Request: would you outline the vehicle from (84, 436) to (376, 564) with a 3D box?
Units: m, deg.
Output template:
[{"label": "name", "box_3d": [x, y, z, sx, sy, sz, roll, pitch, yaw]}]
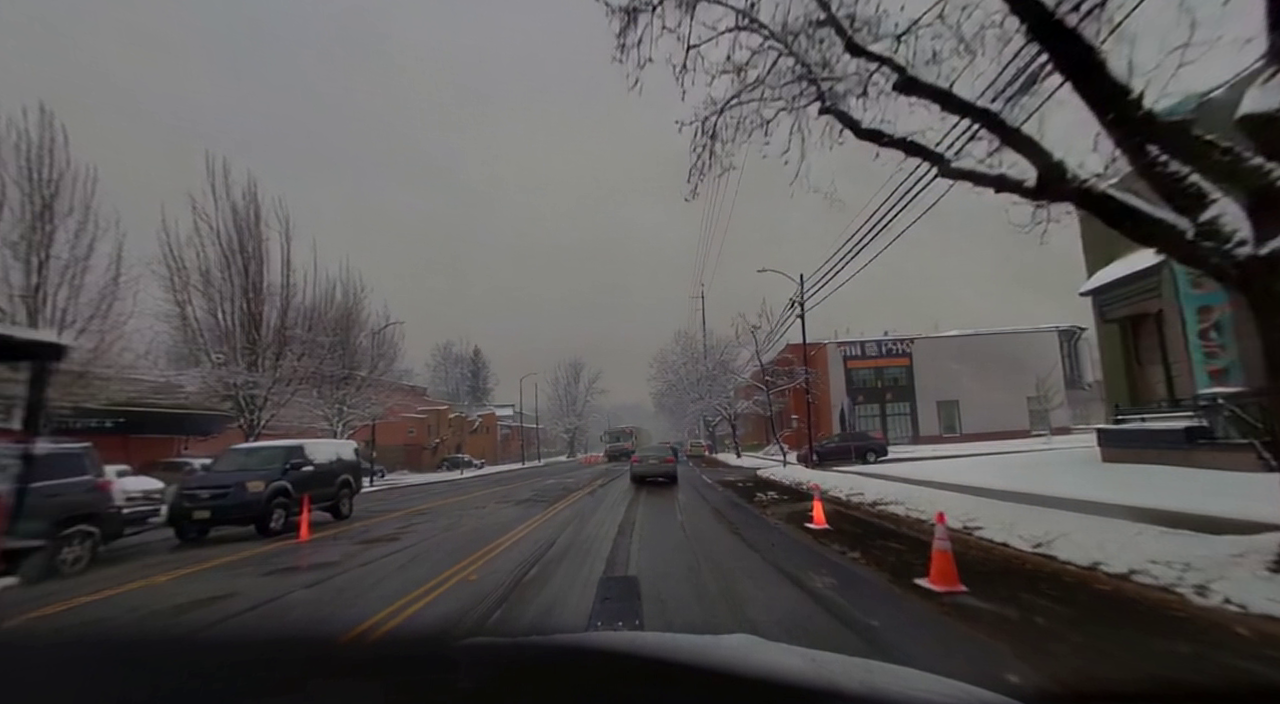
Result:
[{"label": "vehicle", "box_3d": [-6.839, 2.479, 11.439, 2.016, 1.693, 4.911, -3, -9, 0]}]

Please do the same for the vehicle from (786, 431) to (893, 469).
[{"label": "vehicle", "box_3d": [10.567, 5.239, 33.794, 4.859, 1.914, 2.333, 0, -9, -5]}]

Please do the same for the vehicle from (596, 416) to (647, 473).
[{"label": "vehicle", "box_3d": [-1.233, 6.352, 43.265, 2.977, 3.271, 12.748, 0, -9, -1]}]

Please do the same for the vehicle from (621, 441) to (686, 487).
[{"label": "vehicle", "box_3d": [0.514, 4.034, 23.018, 2.159, 1.506, 4.086, 0, -9, 2]}]

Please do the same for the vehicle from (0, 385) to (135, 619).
[{"label": "vehicle", "box_3d": [-7.262, 1.143, 3.873, 2.614, 2.153, 7.170, -4, -10, -2]}]
